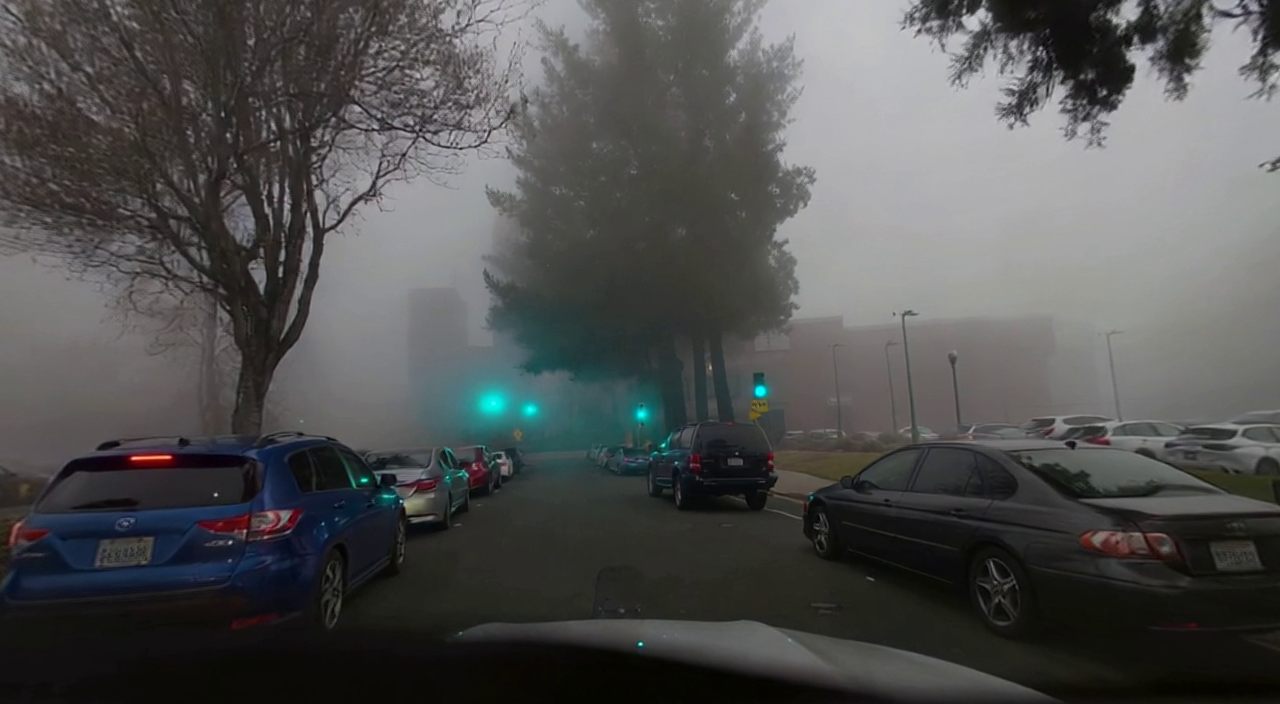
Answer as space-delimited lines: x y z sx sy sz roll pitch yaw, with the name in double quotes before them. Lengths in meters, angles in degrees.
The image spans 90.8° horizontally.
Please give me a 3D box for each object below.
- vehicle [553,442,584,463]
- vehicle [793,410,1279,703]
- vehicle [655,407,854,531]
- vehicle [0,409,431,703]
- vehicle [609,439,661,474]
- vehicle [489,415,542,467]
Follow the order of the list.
"vehicle" -5.274 7.359 46.508 2.095 1.473 4.301 1 -8 -7
"vehicle" 3.155 1.401 5.624 1.904 1.494 4.864 1 -8 -6
"vehicle" 1.902 2.254 12.842 2.324 1.907 5.634 1 -8 -7
"vehicle" -2.894 1.339 5.109 1.968 1.497 4.286 2 -9 -15
"vehicle" -0.317 4.789 29.179 1.910 1.493 4.490 1 -8 -7
"vehicle" -8.485 6.216 43.930 2.820 3.263 7.986 1 -8 -6
